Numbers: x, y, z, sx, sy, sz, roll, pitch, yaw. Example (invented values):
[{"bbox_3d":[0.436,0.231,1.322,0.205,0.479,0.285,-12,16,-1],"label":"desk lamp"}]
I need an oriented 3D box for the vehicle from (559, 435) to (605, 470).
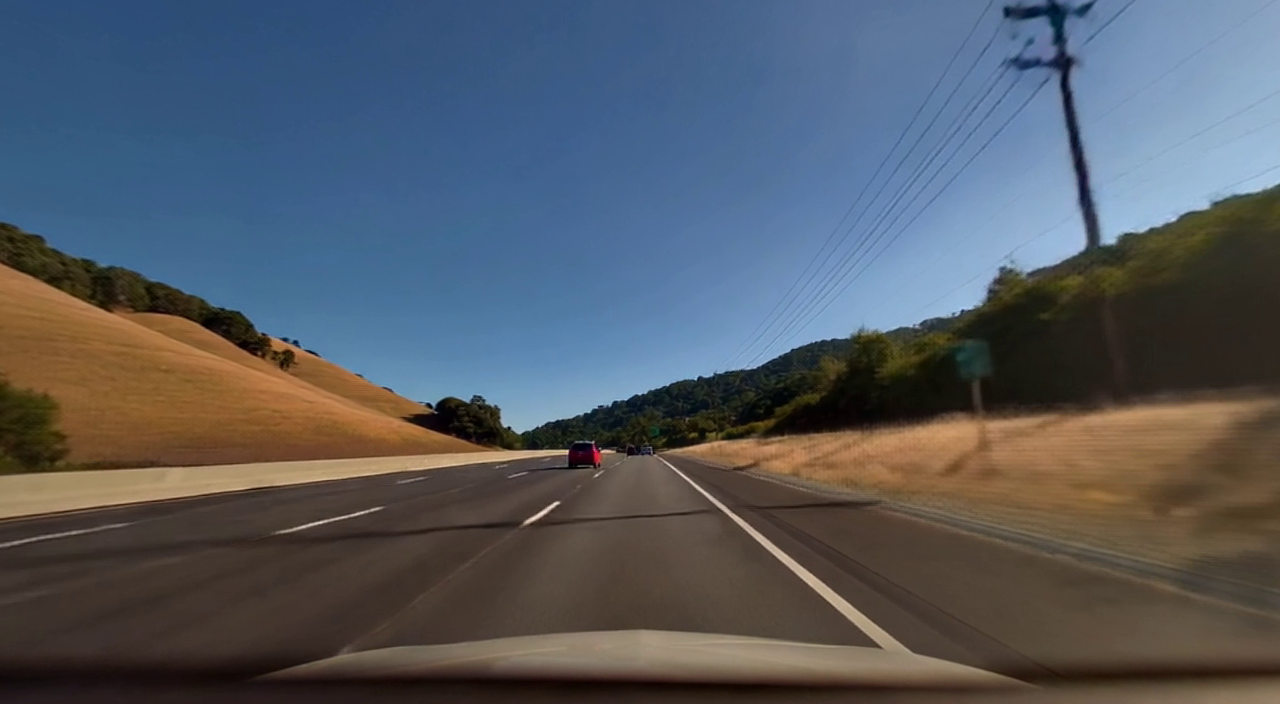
[{"bbox_3d":[-3.202,5.695,35.876,2.136,1.845,4.515,0,-8,1],"label":"vehicle"}]
